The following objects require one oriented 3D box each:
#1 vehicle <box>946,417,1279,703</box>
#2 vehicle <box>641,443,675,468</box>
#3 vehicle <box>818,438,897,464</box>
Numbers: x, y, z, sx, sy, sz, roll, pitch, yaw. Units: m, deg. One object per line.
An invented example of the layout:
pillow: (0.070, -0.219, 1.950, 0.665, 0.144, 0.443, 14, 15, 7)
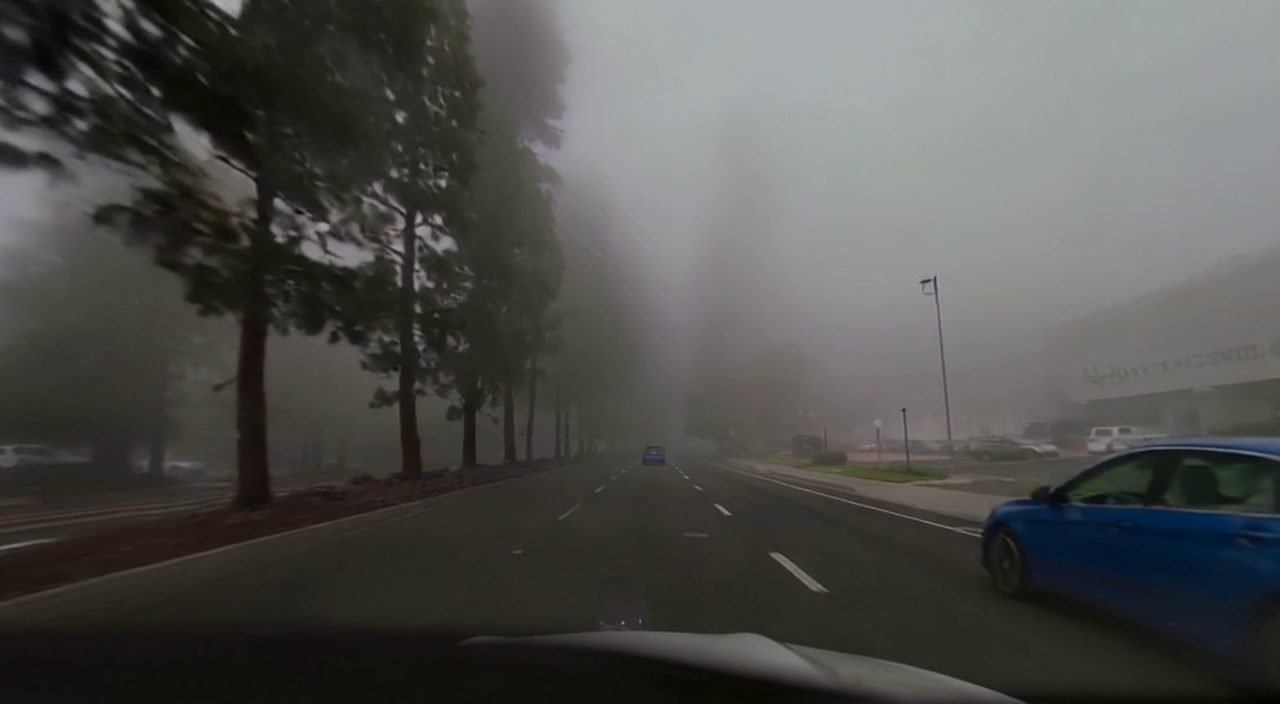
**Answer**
vehicle: (4.151, 1.210, 4.040, 2.053, 1.482, 4.568, 0, -8, 0)
vehicle: (1.152, 6.715, 40.914, 2.144, 1.505, 4.128, 0, -8, 1)
vehicle: (15.293, 7.008, 44.338, 4.722, 1.500, 1.975, -4, -9, 1)
